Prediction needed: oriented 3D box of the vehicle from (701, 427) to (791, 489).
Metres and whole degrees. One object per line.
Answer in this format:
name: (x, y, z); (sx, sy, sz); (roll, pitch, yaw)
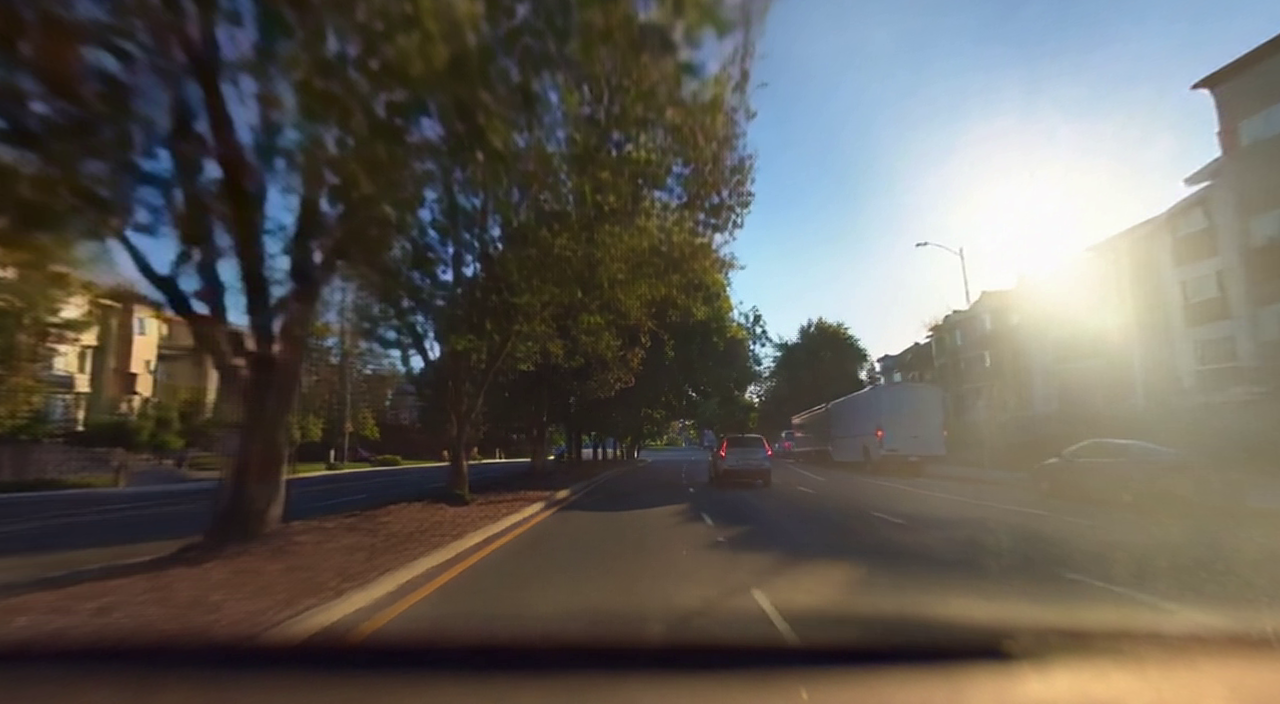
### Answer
vehicle: (3.329, 3.455, 20.839); (2.215, 1.812, 4.569); (0, -9, 1)

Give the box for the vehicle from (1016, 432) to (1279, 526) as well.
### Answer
vehicle: (9.979, 2.444, 12.834); (1.870, 1.504, 4.823); (0, -8, 2)

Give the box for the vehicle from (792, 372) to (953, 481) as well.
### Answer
vehicle: (11.082, 4.199, 33.409); (2.887, 4.158, 18.418); (-1, -8, 4)
